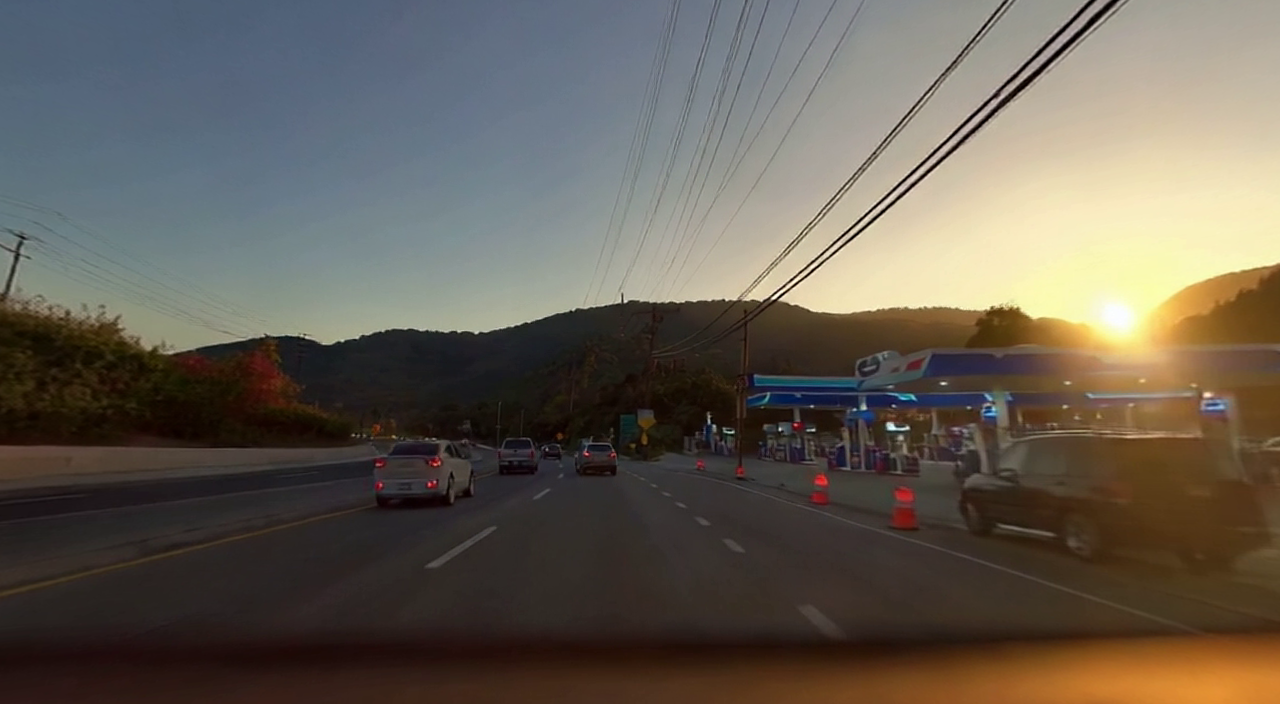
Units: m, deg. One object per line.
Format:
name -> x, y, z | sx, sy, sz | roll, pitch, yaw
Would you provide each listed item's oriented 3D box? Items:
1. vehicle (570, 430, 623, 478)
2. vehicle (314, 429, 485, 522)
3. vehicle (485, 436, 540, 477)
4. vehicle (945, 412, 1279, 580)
vehicle -> -2.386, 5.359, 33.436 | 2.486, 2.280, 5.291 | 1, -9, -7
vehicle -> -5.080, 2.651, 14.180 | 2.185, 1.721, 4.550 | 0, -9, -2
vehicle -> -6.906, 5.720, 34.845 | 2.345, 2.012, 5.693 | 1, -9, -6
vehicle -> 6.618, 1.858, 9.029 | 2.058, 1.747, 4.585 | 0, -9, -2
